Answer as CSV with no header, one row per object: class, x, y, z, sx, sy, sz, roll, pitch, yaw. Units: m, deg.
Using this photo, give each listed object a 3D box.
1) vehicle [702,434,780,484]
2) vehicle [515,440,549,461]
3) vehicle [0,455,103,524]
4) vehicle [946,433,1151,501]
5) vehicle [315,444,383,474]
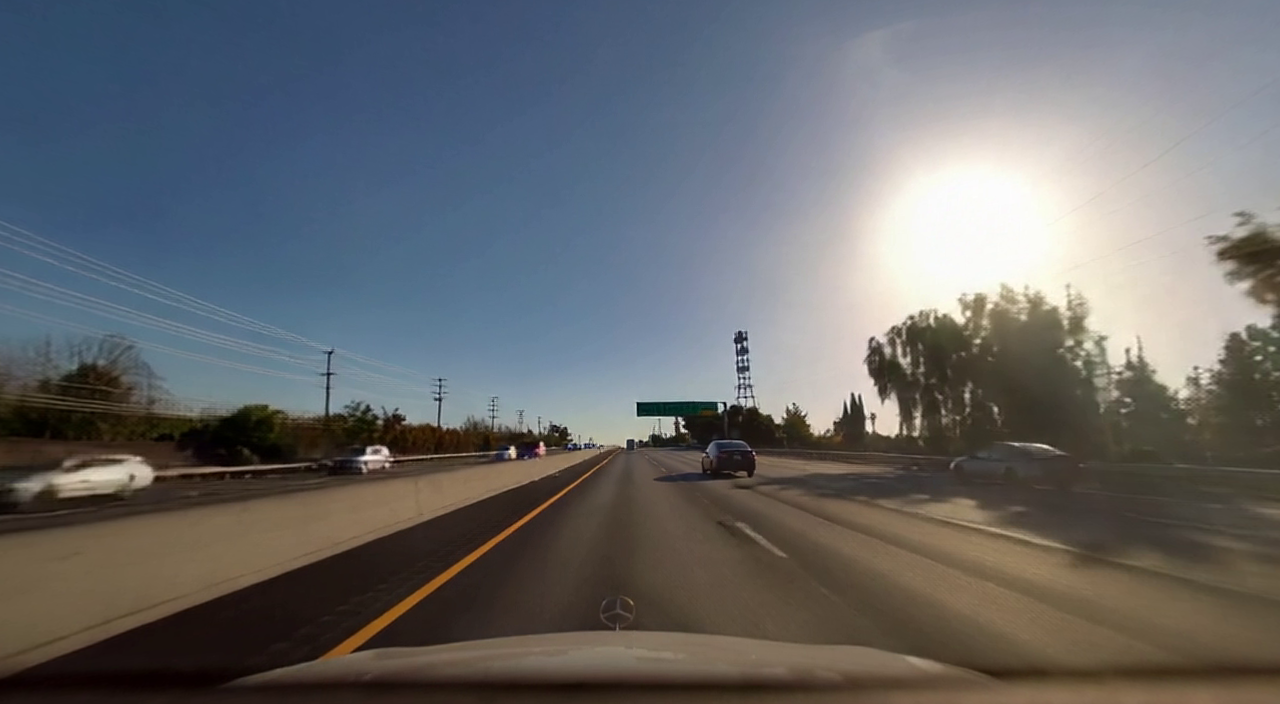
vehicle,3.531,3.838,22.923,2.018,1.600,4.121,0,-9,-2
vehicle,-8.168,7.500,48.219,1.860,1.503,3.883,0,-9,1
vehicle,-14.939,3.061,14.006,1.944,1.456,4.673,0,-9,0
vehicle,10.540,3.001,16.946,1.987,1.502,5.130,0,-9,-1
vehicle,-18.762,6.917,41.052,2.053,1.810,5.015,0,-9,0
